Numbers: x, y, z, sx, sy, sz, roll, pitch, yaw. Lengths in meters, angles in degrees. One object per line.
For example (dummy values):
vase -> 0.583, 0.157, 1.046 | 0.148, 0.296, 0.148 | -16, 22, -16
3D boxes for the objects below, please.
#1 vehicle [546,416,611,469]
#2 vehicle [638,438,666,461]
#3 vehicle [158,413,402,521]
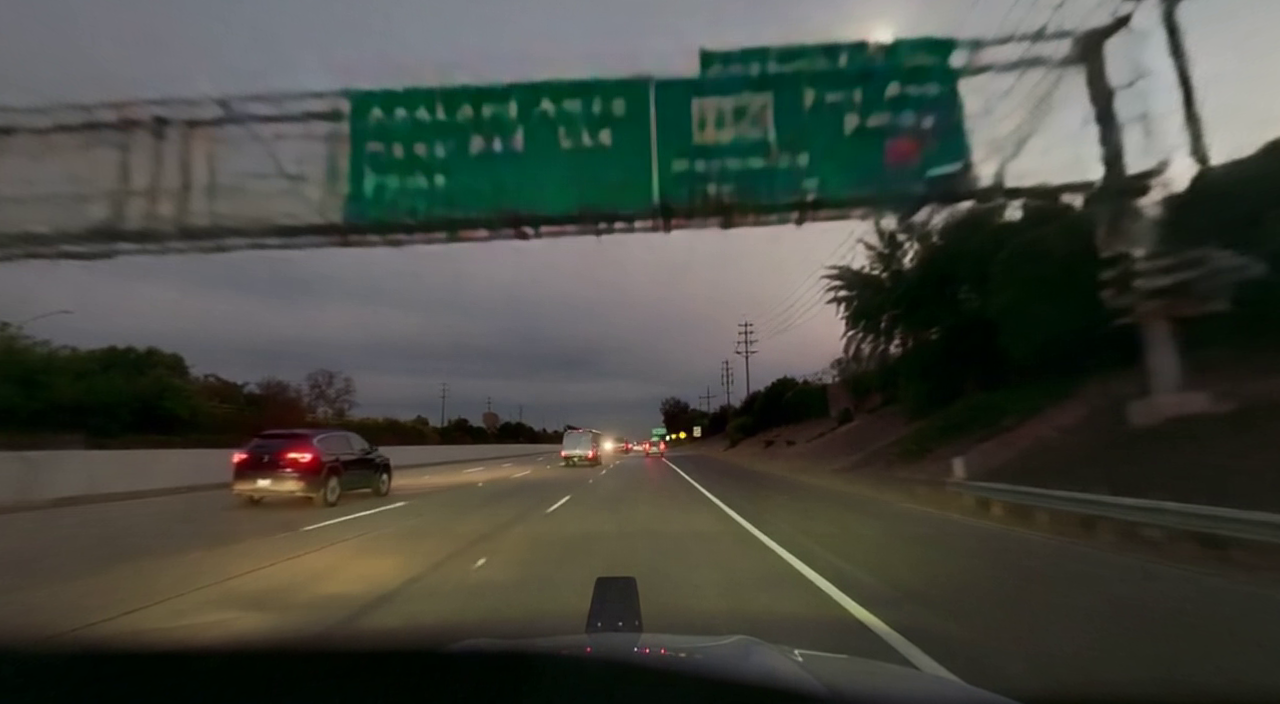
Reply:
vehicle -> -3.549, 5.647, 39.020 | 2.915, 2.885, 9.394 | 0, -9, 1
vehicle -> 0.957, 7.400, 47.696 | 2.038, 1.677, 4.219 | 0, -9, 2
vehicle -> -7.410, 2.442, 13.895 | 2.192, 1.893, 5.330 | 0, -9, 0
